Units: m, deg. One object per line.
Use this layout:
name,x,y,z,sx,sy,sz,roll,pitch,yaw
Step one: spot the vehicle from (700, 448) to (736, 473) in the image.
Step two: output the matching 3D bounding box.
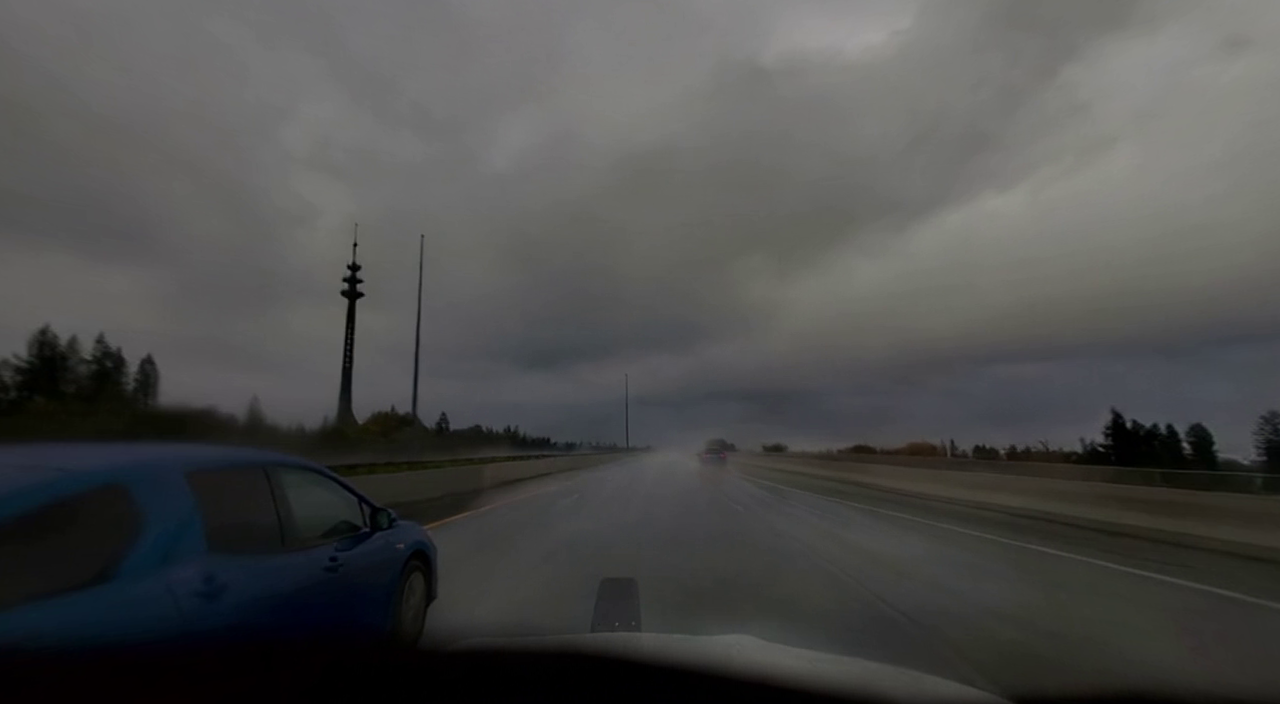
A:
vehicle,5.075,7.122,41.712,2.030,1.526,4.165,0,-9,2
